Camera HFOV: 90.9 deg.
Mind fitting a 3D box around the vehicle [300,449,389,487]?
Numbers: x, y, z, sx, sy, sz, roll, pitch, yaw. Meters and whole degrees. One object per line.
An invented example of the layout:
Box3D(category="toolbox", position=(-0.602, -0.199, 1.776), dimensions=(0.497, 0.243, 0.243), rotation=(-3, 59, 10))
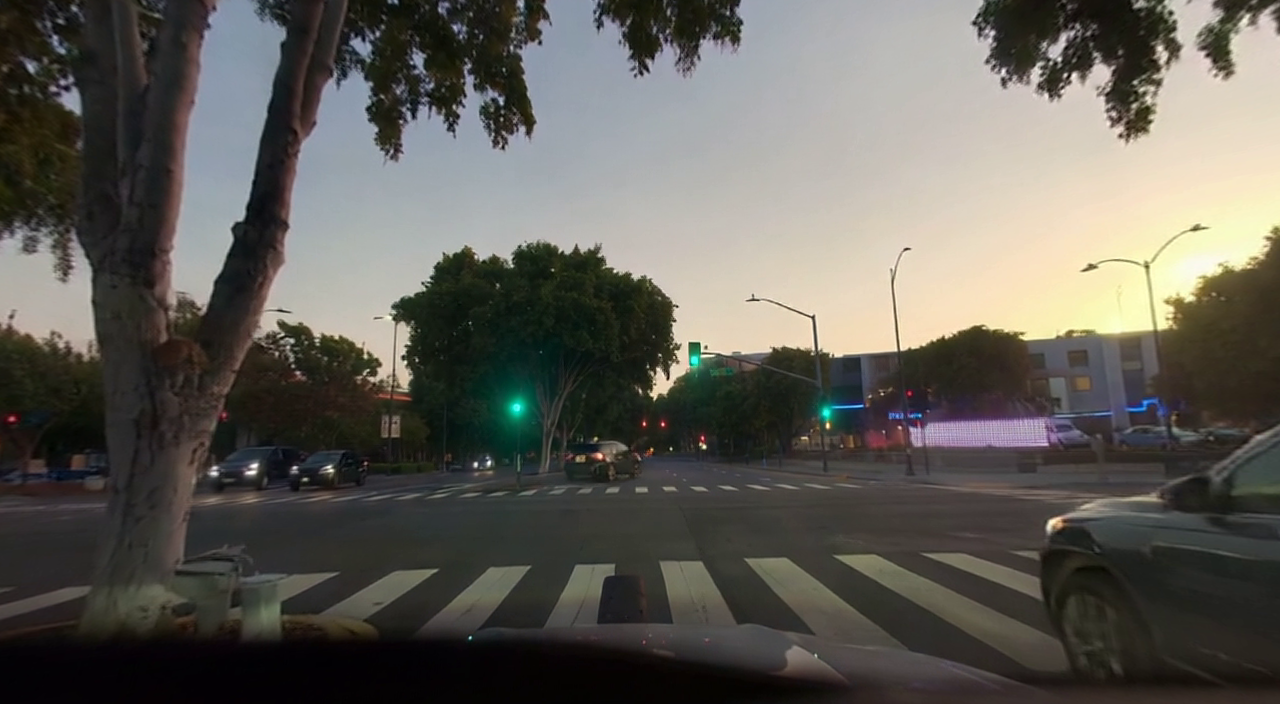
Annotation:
Box3D(category="vehicle", position=(-14.892, 5.834, 32.100), dimensions=(2.169, 1.753, 4.640), rotation=(0, -8, 1))

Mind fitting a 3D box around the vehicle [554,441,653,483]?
Box3D(category="vehicle", position=(-1.473, 4.695, 27.271), dimensions=(2.153, 1.658, 4.569), rotation=(-5, -10, 29))

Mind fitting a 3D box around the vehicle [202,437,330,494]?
Box3D(category="vehicle", position=(-18.656, 5.645, 31.963), dimensions=(2.557, 2.580, 5.856), rotation=(-1, -8, 4))

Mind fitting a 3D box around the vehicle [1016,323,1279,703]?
Box3D(category="vehicle", position=(3.649, 0.707, 2.002), dimensions=(2.301, 1.767, 4.289), rotation=(0, -8, 1))
